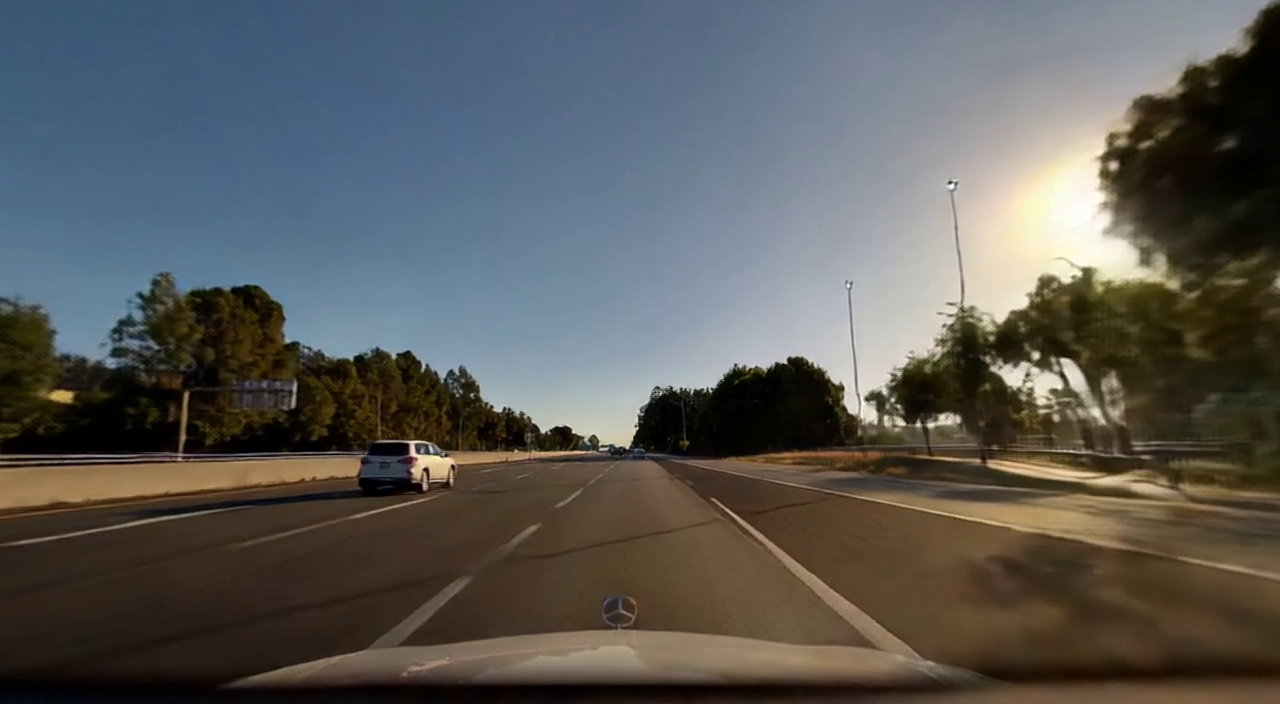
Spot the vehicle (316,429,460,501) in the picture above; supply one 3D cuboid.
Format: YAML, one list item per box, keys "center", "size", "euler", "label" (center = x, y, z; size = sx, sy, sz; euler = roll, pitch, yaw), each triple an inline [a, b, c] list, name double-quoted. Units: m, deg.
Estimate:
- center: [-7.154, 3.264, 18.658]
  size: [2.231, 1.807, 4.758]
  euler: [0, -9, 1]
  label: "vehicle"
